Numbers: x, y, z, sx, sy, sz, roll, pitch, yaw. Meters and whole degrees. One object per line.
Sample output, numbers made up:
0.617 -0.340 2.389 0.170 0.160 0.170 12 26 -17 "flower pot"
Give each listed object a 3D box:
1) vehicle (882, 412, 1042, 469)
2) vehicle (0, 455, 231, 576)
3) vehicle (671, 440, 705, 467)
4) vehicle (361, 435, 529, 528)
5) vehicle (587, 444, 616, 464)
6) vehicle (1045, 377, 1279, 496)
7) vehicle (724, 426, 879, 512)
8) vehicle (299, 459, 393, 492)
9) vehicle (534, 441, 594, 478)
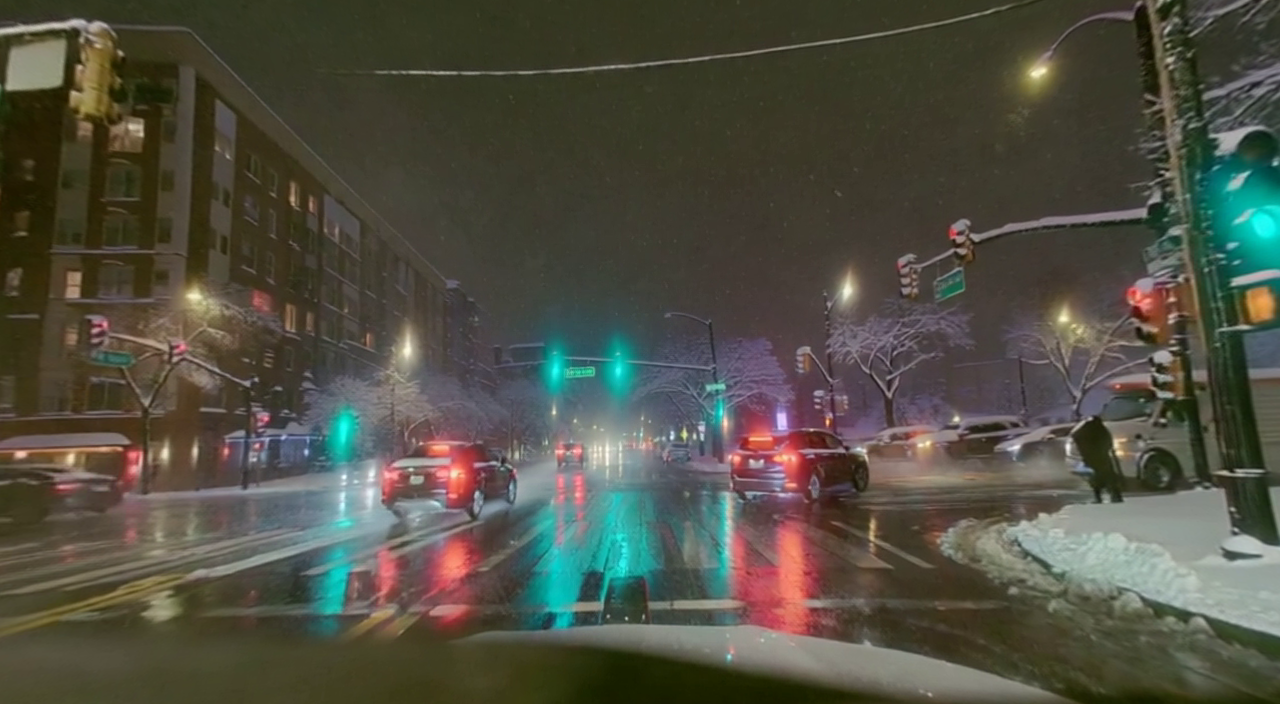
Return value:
12.633 3.505 25.015 5.004 1.771 2.159 -4 -8 1 "vehicle"
-9.191 2.470 10.326 1.922 1.457 4.494 0 -8 0 "vehicle"
3.242 7.014 43.618 1.924 1.765 3.954 0 -8 -2 "vehicle"
-3.488 2.371 12.105 1.973 1.496 3.713 0 -8 1 "vehicle"
-2.983 7.986 49.553 1.888 1.489 3.863 0 -8 1 "vehicle"
11.928 1.745 12.969 5.523 2.219 2.251 0 -8 1 "vehicle"
3.627 2.405 13.488 2.153 1.480 4.540 -4 -9 28 "vehicle"
-15.320 6.423 33.184 1.999 1.466 4.535 -2 -9 14 "vehicle"
-3.257 4.686 27.879 1.916 1.487 4.535 0 -8 2 "vehicle"
